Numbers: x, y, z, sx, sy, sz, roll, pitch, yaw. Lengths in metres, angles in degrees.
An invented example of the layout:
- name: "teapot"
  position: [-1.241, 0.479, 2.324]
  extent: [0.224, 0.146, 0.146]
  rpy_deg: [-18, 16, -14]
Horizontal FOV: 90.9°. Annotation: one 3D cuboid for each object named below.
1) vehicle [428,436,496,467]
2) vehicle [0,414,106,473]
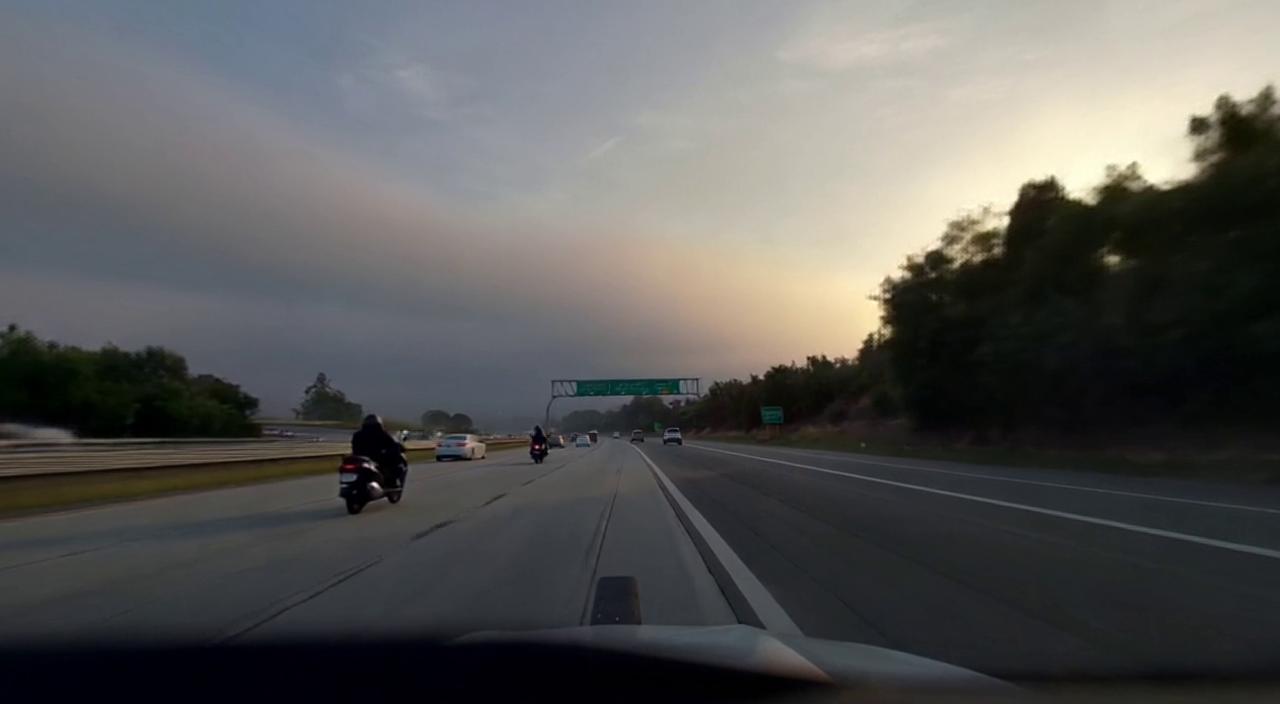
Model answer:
- name: "vehicle"
  position: [-8.698, 4.860, 31.220]
  extent: [2.053, 1.409, 4.704]
  rpy_deg: [0, -8, -1]
- name: "vehicle"
  position: [-16.853, 2.399, 16.593]
  extent: [1.838, 1.466, 4.221]
  rpy_deg: [0, -8, 0]
